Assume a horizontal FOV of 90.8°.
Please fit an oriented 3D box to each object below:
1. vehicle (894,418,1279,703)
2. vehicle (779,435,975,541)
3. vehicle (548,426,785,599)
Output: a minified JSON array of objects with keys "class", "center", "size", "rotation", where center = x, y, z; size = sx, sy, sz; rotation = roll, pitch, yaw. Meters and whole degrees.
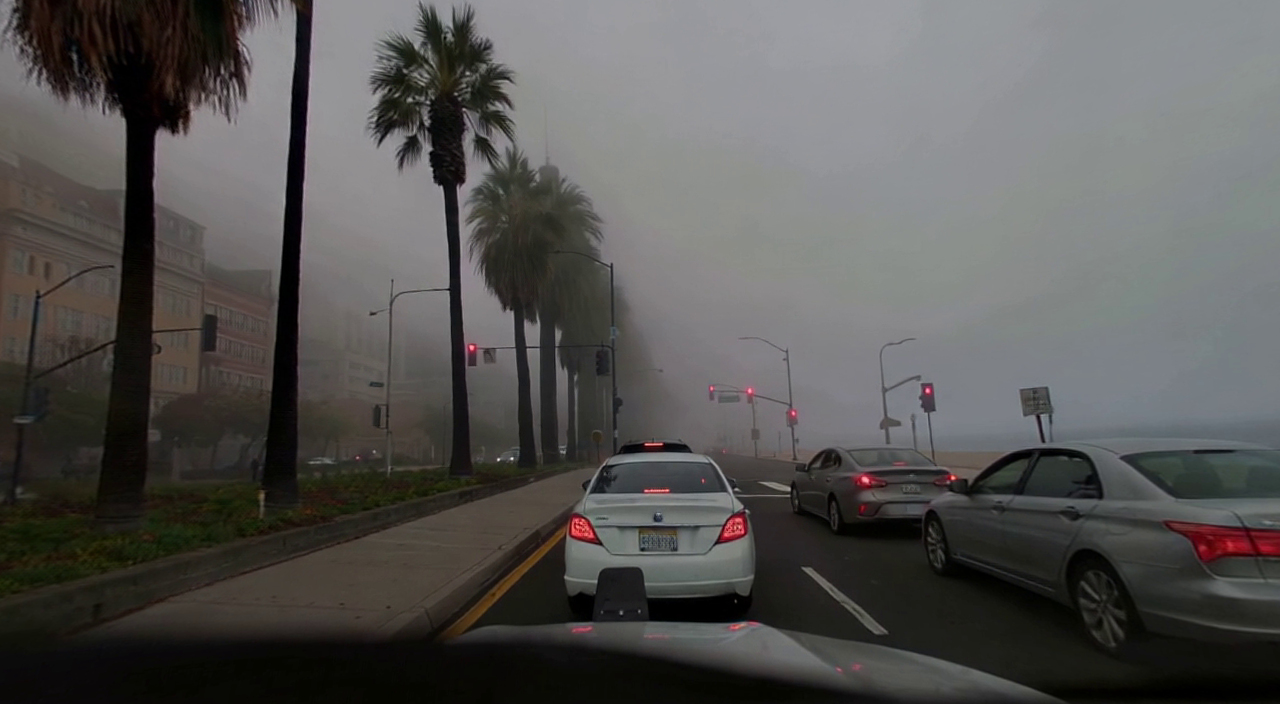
[{"class":"vehicle","center":[3.917,1.367,5.095],"size":[1.913,1.469,4.425],"rotation":[0,-9,0]},{"class":"vehicle","center":[3.884,2.291,11.300],"size":[1.920,1.490,4.417],"rotation":[-1,-9,2]},{"class":"vehicle","center":[0.260,1.706,7.498],"size":[2.093,1.503,3.681],"rotation":[0,-9,1]}]
